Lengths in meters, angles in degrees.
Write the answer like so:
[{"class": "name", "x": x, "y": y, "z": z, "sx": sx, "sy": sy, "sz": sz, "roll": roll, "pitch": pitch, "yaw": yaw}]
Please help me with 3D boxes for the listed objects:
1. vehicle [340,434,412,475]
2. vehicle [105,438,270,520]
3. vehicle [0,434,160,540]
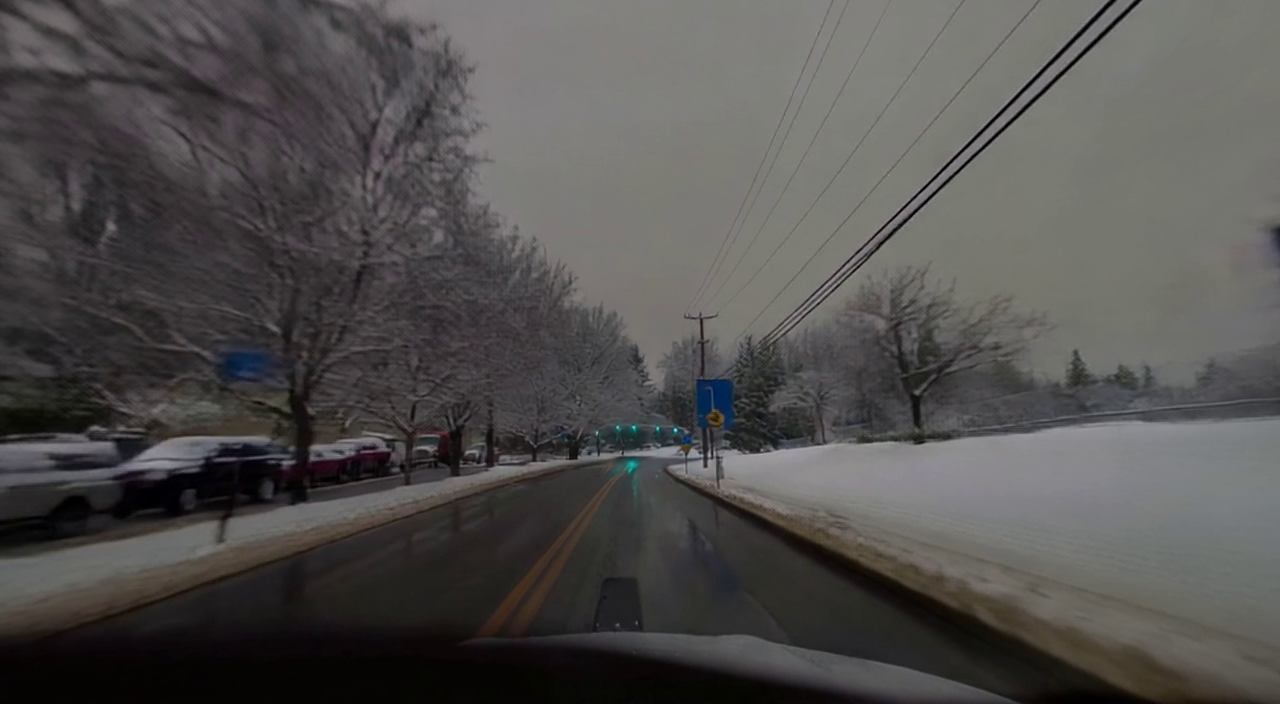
[{"class": "vehicle", "x": -18.207, "y": 7.136, "z": 43.795, "sx": 2.327, "sy": 2.595, "sz": 6.045, "roll": -1, "pitch": -9, "yaw": 1}, {"class": "vehicle", "x": -13.077, "y": 3.662, "z": 18.678, "sx": 1.977, "sy": 1.992, "sz": 5.117, "roll": 0, "pitch": -9, "yaw": -12}, {"class": "vehicle", "x": -11.837, "y": 2.638, "z": 12.682, "sx": 1.760, "sy": 1.764, "sz": 4.263, "roll": 0, "pitch": -9, "yaw": -14}]
